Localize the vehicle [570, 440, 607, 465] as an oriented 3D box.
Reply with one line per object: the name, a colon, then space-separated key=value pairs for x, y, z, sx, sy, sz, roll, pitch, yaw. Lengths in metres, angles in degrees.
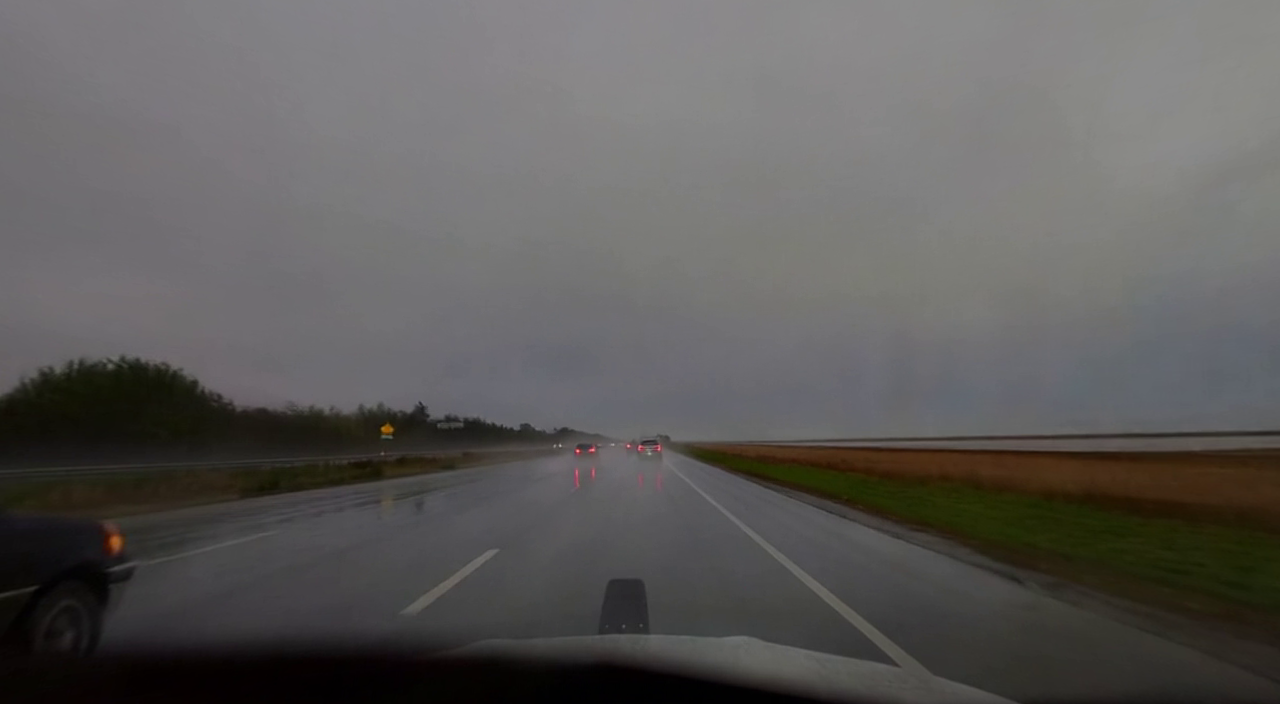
vehicle: x=-3.475 y=6.888 z=43.396 sx=2.028 sy=1.634 sz=4.441 roll=0 pitch=-8 yaw=1

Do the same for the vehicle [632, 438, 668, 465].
vehicle: x=0.639 y=6.649 z=42.478 sx=2.259 sy=1.697 sz=4.106 roll=0 pitch=-8 yaw=0
